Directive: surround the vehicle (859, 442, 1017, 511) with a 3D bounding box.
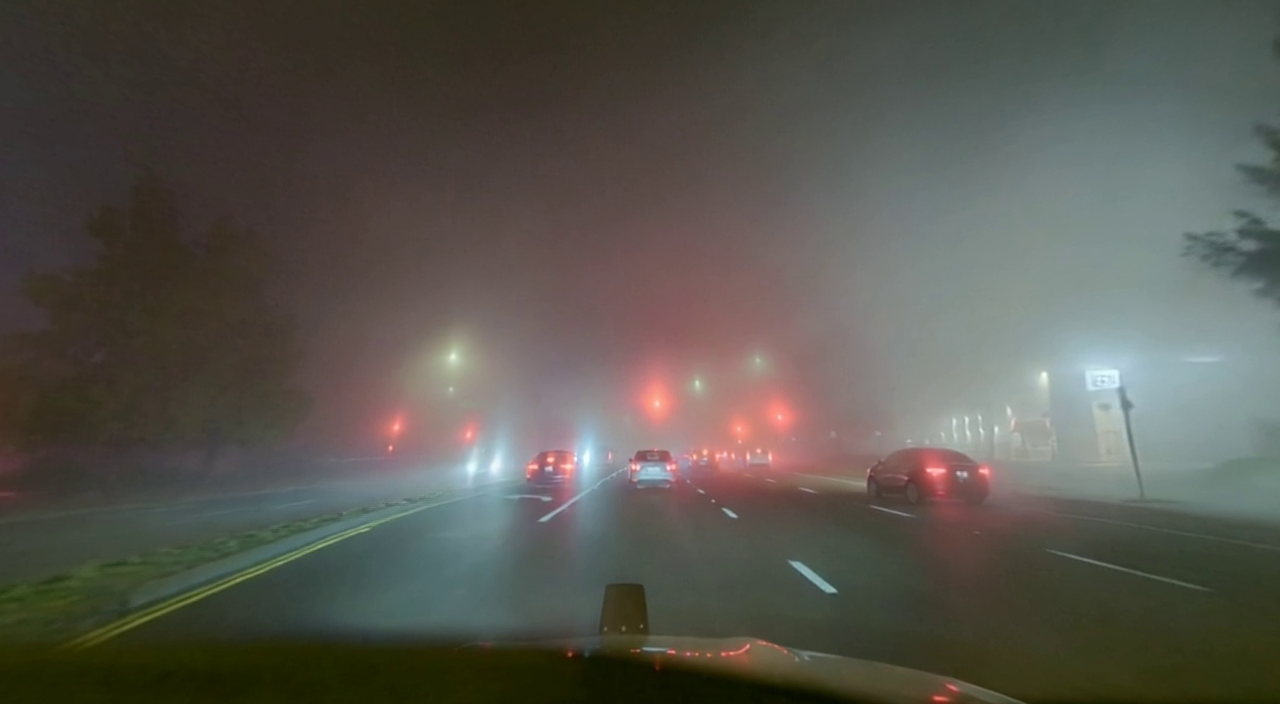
[{"bbox_3d":[7.424,3.106,16.295,1.892,1.515,4.400,0,-8,-1],"label":"vehicle"}]

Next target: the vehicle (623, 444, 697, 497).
[{"bbox_3d":[0.581,3.645,19.796,2.096,1.473,3.893,0,-8,0],"label":"vehicle"}]

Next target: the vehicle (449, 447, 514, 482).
[{"bbox_3d":[-8.254,5.883,33.280,2.212,1.652,4.376,-1,-8,1],"label":"vehicle"}]

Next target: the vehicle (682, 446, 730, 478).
[{"bbox_3d":[3.341,5.661,32.821,1.988,1.528,4.144,0,-8,-1],"label":"vehicle"}]

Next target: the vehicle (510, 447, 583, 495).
[{"bbox_3d":[-3.149,4.065,22.055,1.938,1.472,4.399,0,-8,-1],"label":"vehicle"}]

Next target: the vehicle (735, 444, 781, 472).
[{"bbox_3d":[7.603,6.848,41.064,2.044,1.701,4.397,0,-8,-1],"label":"vehicle"}]

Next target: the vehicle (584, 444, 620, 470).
[{"bbox_3d":[-2.624,7.358,44.500,2.219,1.699,4.090,-1,-8,2],"label":"vehicle"}]
